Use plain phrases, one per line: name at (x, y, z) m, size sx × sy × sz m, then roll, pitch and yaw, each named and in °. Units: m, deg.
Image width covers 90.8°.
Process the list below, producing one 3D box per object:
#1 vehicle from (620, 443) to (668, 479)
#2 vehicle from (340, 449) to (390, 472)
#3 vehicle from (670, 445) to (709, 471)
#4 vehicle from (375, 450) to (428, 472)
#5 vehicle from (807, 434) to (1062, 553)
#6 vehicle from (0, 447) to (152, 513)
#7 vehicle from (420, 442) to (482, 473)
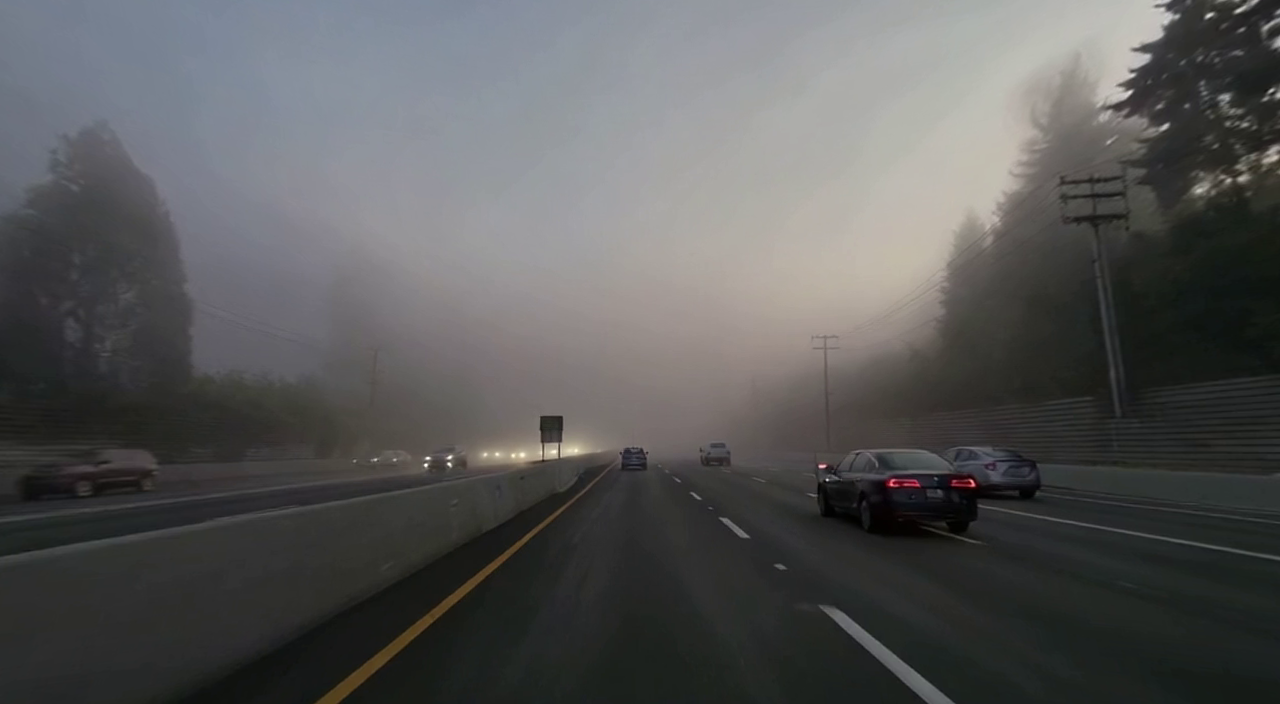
vehicle at (0.103, 4.842, 28.366) m, size 1.993 × 1.506 × 3.883 m, roll 0°, pitch -8°, yaw -2°
vehicle at (-21.214, 8.367, 48.944) m, size 1.916 × 1.632 × 4.245 m, roll 0°, pitch -9°, yaw 1°
vehicle at (2.947, 6.423, 38.449) m, size 1.981 × 1.480 × 4.316 m, roll 0°, pitch -8°, yaw -1°
vehicle at (-17.205, 7.865, 45.824) m, size 2.010 × 1.490 × 4.503 m, roll 0°, pitch -9°, yaw 1°
vehicle at (4.442, 2.187, 10.569) m, size 2.069 × 1.520 × 4.614 m, roll 0°, pitch -8°, yaw 0°
vehicle at (-17.658, 3.712, 18.993) m, size 2.059 × 1.699 × 4.812 m, roll 0°, pitch -9°, yaw 1°
vehicle at (-10.799, 6.055, 36.472) m, size 2.042 × 1.697 × 4.552 m, roll 0°, pitch -8°, yaw 1°
